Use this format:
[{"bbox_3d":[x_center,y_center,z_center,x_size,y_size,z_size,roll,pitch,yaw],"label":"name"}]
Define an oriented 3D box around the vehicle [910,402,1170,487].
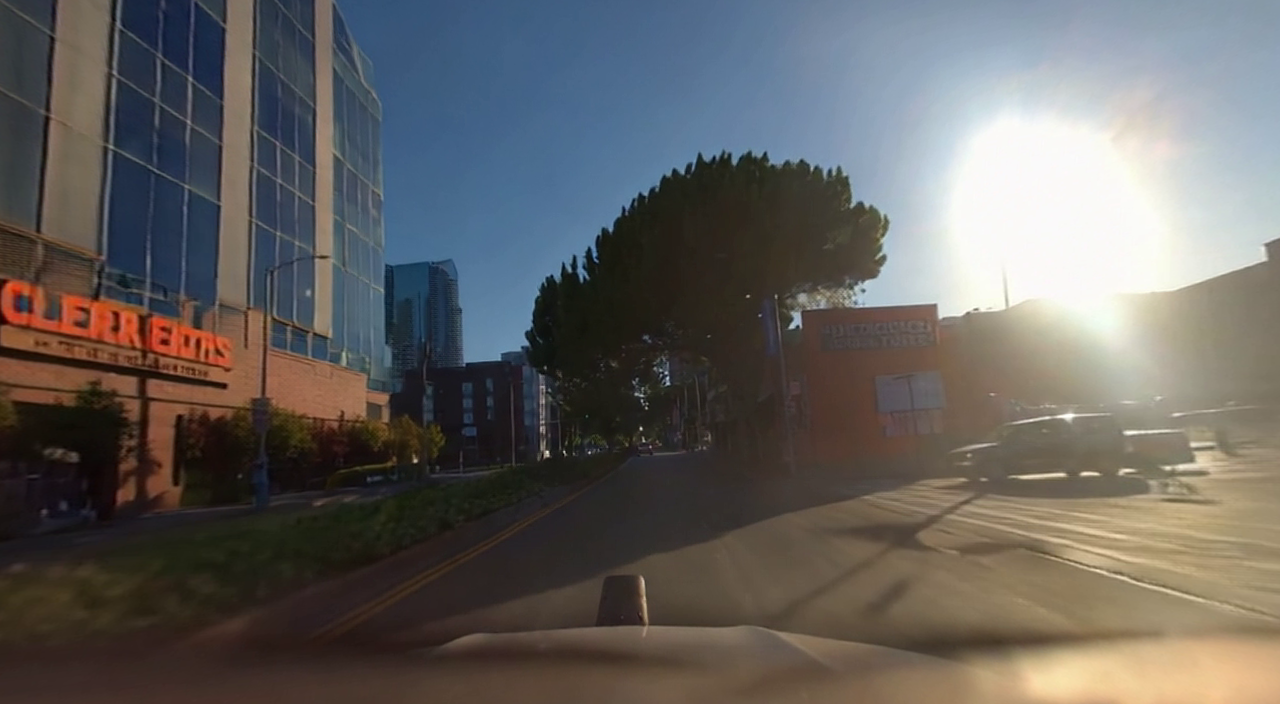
[{"bbox_3d":[9.310,2.239,15.260,4.694,1.826,2.226,-2,-9,11],"label":"vehicle"}]
